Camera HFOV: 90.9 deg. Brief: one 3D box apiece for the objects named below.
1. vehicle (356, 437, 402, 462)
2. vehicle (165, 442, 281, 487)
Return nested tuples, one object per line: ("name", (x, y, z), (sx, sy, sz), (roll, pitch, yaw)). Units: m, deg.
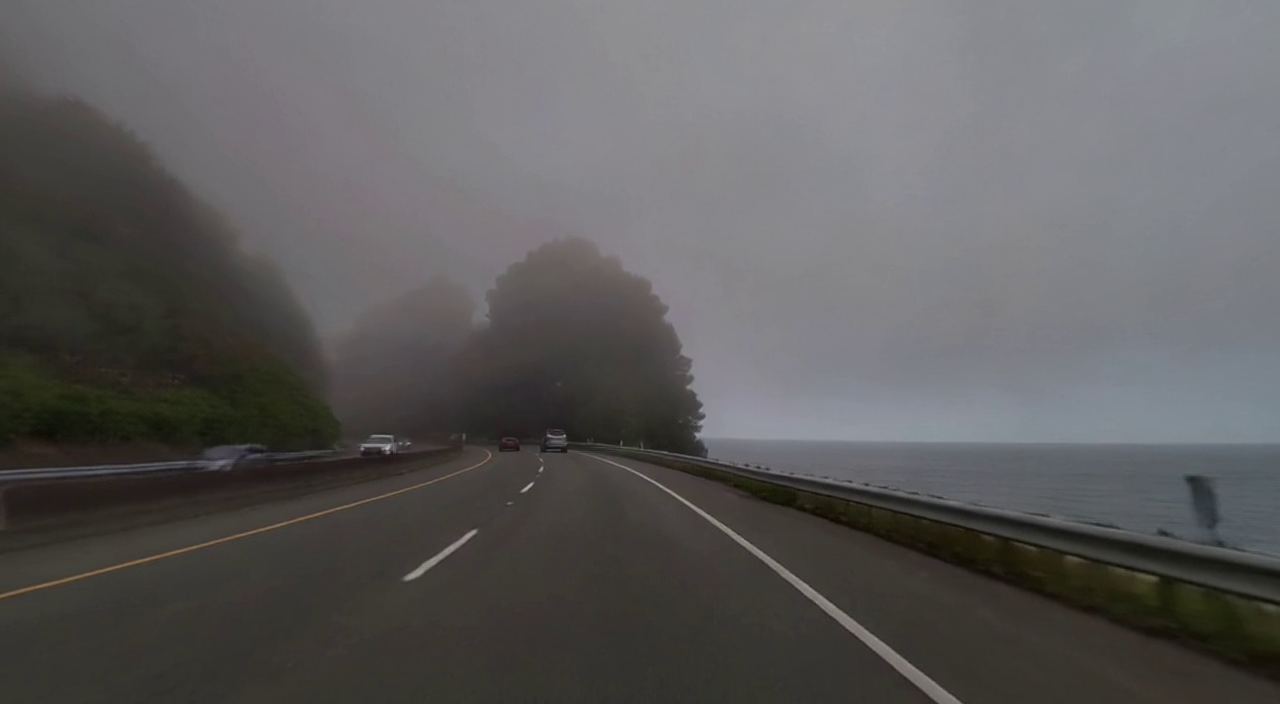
("vehicle", (-19.401, 7.270, 47.073), (2.276, 1.759, 4.462), (2, -9, -12))
("vehicle", (-16.511, 4.431, 25.292), (1.929, 1.611, 4.479), (1, -9, -6))
